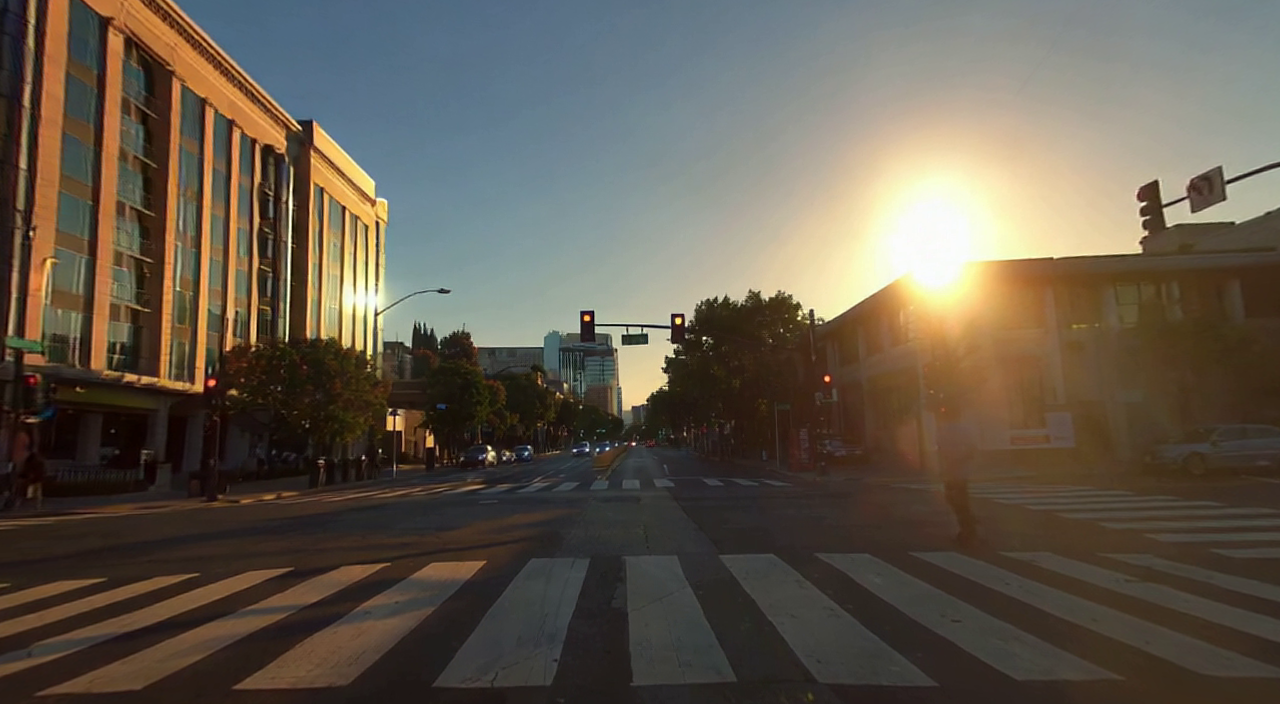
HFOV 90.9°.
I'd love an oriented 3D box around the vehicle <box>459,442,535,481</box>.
[{"bbox_3d":[-5.879,4.547,26.483,2.127,1.473,4.428,0,-8,1],"label":"vehicle"}]
